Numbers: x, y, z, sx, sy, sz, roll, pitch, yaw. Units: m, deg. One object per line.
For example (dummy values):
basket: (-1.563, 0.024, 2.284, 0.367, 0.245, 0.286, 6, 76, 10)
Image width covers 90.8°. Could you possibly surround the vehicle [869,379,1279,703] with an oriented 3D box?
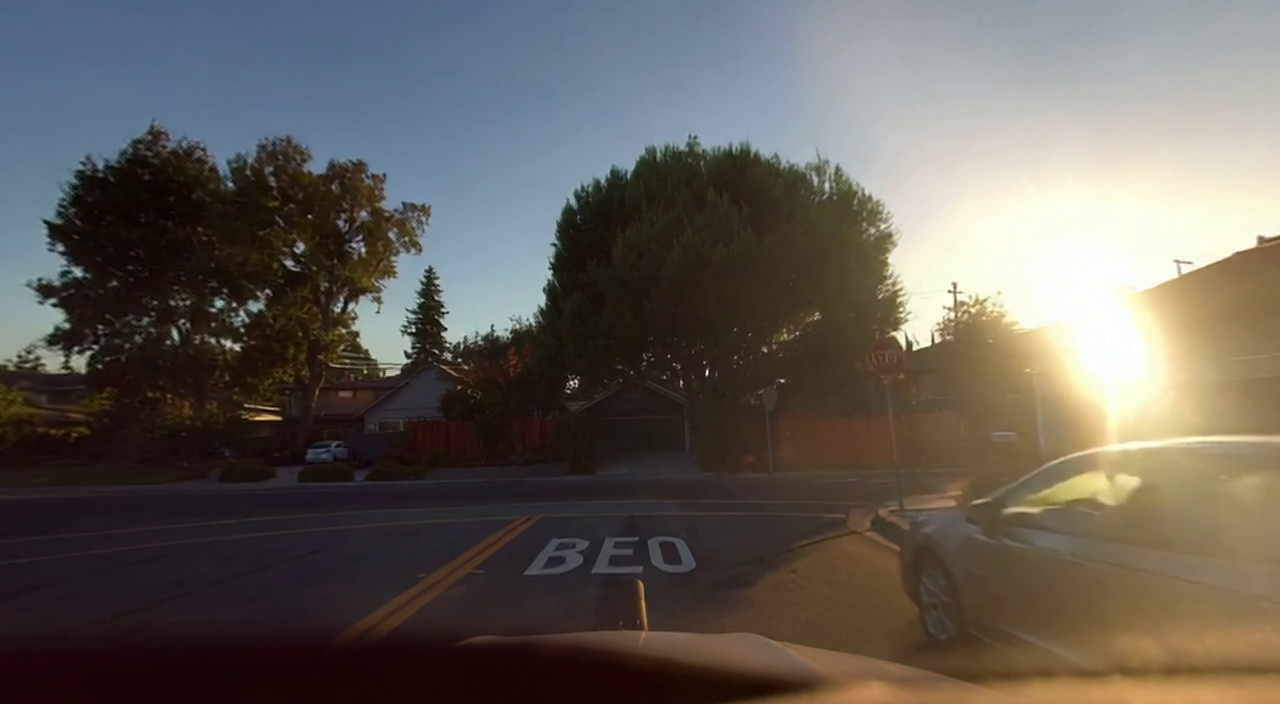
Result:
vehicle: (2.950, 0.943, 2.652, 2.167, 1.479, 4.597, 0, -9, -1)
